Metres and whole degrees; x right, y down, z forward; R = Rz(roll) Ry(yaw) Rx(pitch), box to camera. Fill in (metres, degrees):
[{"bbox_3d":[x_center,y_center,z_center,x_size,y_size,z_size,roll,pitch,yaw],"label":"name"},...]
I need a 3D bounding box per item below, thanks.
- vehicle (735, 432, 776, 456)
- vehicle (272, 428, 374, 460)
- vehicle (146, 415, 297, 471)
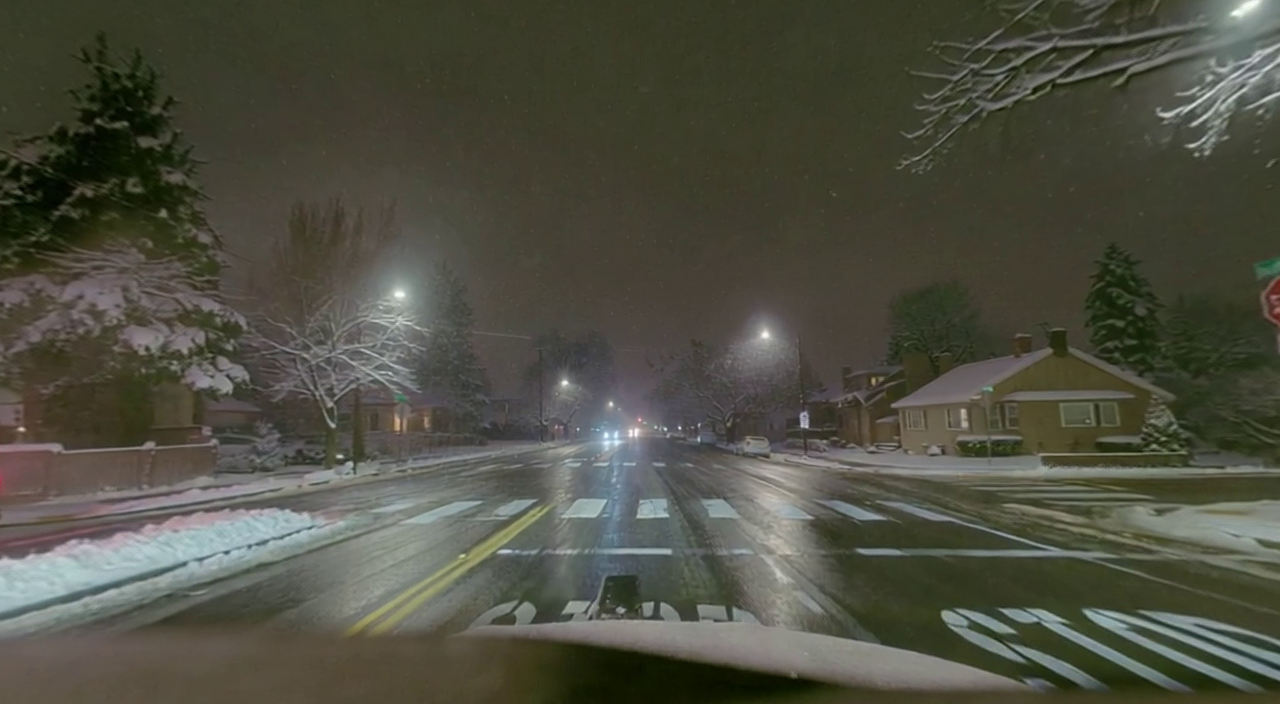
[{"bbox_3d":[7.956,6.415,43.813,2.029,1.554,4.705,0,-9,1],"label":"vehicle"},{"bbox_3d":[-17.994,5.267,36.035,4.743,1.734,1.994,0,-9,0],"label":"vehicle"},{"bbox_3d":[-17.959,3.930,27.325,4.800,2.259,2.303,0,-9,-1],"label":"vehicle"}]
